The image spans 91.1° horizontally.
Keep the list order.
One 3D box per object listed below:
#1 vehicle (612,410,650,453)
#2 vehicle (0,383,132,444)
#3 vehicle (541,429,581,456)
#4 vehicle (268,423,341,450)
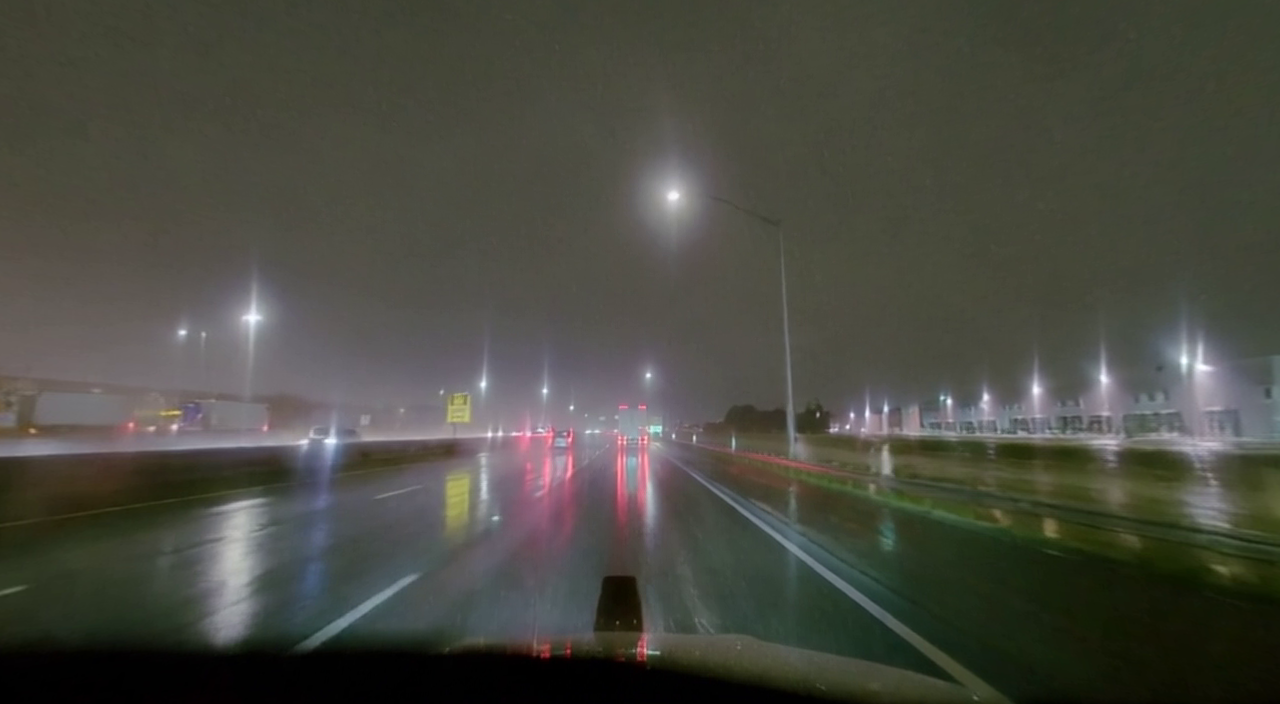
[{"bbox_3d":[-0.648,5.478,42.979,2.418,2.704,6.445,0,-8,-2],"label":"vehicle"},{"bbox_3d":[-41.700,4.593,45.277,2.866,3.976,8.572,0,-8,0],"label":"vehicle"},{"bbox_3d":[-4.688,5.463,37.930,1.932,1.544,3.864,0,-8,-1],"label":"vehicle"},{"bbox_3d":[-19.961,5.079,37.649,1.860,1.514,4.643,0,-8,-1],"label":"vehicle"}]
